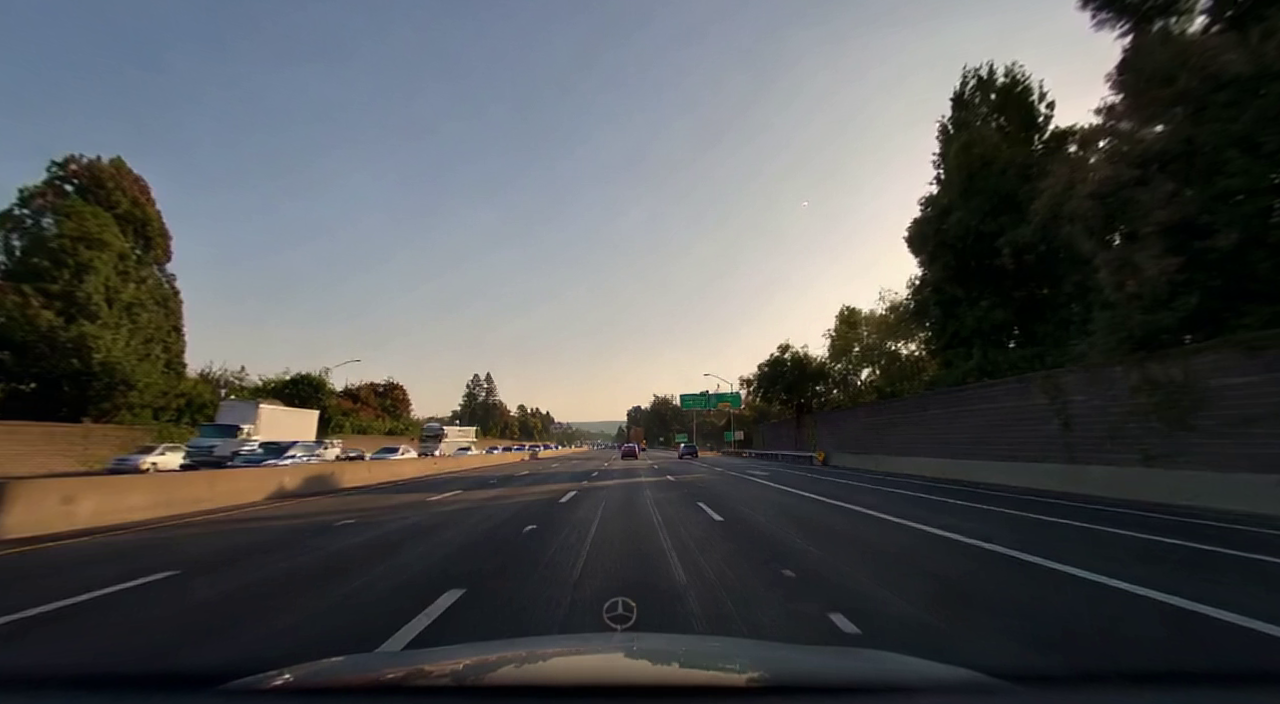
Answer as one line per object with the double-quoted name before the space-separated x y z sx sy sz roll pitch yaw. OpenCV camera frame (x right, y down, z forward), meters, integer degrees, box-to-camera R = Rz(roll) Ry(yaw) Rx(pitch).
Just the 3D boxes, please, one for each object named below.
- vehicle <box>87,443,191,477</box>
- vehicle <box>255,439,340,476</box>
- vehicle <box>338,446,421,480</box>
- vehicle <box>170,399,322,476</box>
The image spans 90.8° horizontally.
"vehicle" -26.188 5.634 33.244 2.010 1.663 4.189 0 -9 -1
"vehicle" -19.003 5.868 35.360 2.039 1.887 4.820 0 -9 -1
"vehicle" -12.505 5.332 30.726 2.084 1.496 4.576 0 -9 0
"vehicle" -22.751 5.119 37.439 2.945 3.911 9.666 0 -9 -2
